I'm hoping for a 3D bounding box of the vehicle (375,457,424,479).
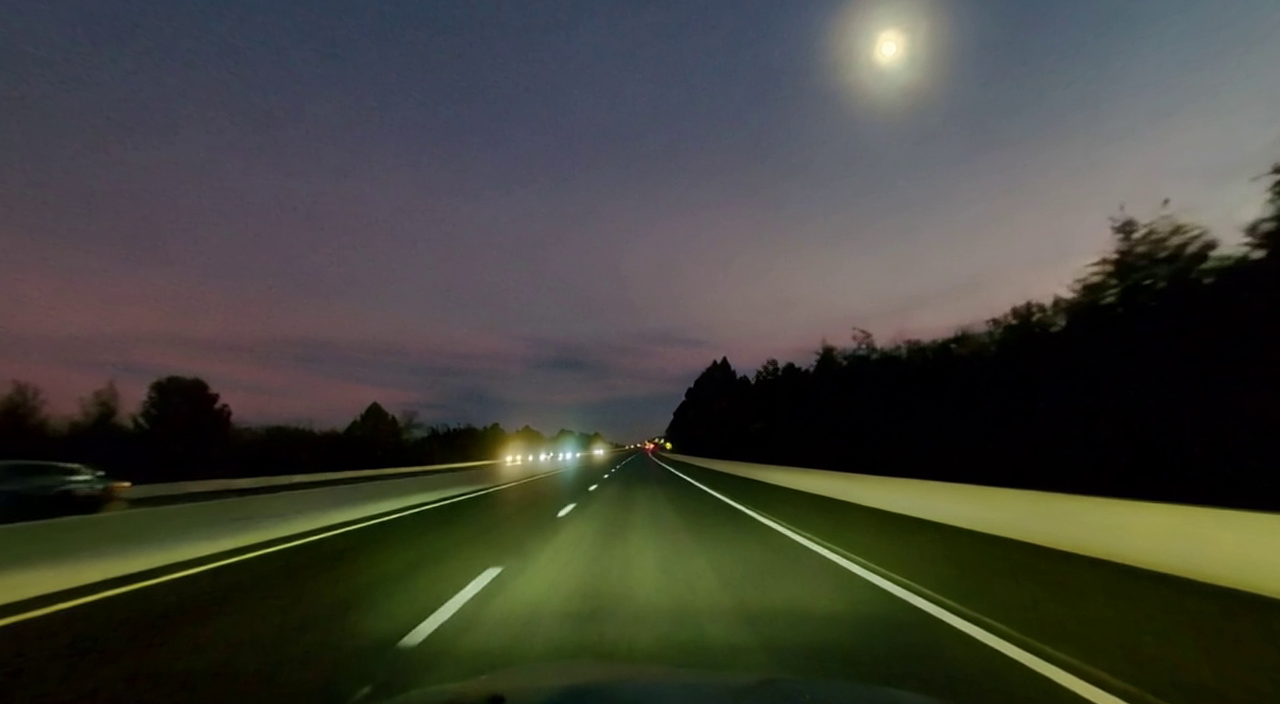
[{"bbox_3d":[-17.313,8.361,45.588,1.822,1.452,4.492,0,-9,0],"label":"vehicle"}]
